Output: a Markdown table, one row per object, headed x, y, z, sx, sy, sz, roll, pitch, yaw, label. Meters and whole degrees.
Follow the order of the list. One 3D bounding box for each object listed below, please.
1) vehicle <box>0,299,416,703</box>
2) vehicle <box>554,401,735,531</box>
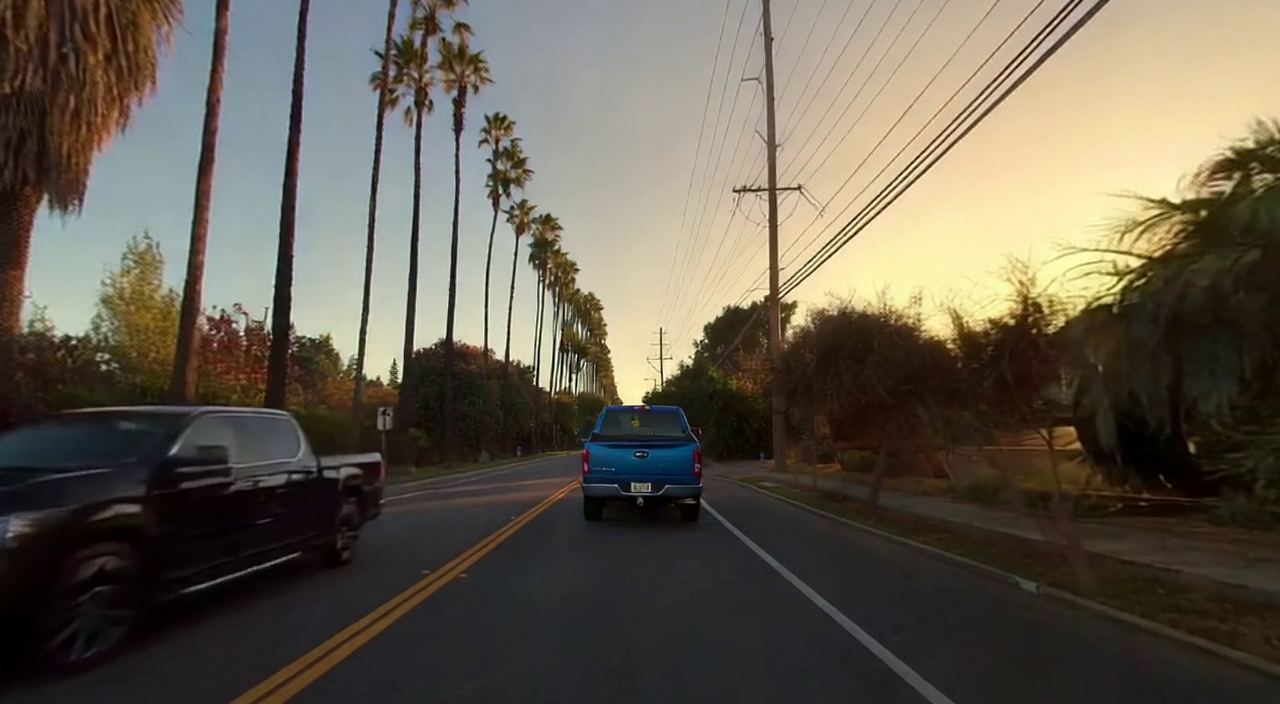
| x | y | z | sx | sy | sz | roll | pitch | yaw | label |
| --- | --- | --- | --- | --- | --- | --- | --- | --- | --- |
| -4.292 | 1.161 | 5.589 | 2.590 | 2.032 | 5.566 | 0 | -8 | -1 | vehicle |
| 0.053 | 2.202 | 12.760 | 2.803 | 2.005 | 5.885 | 0 | -8 | 0 | vehicle |
